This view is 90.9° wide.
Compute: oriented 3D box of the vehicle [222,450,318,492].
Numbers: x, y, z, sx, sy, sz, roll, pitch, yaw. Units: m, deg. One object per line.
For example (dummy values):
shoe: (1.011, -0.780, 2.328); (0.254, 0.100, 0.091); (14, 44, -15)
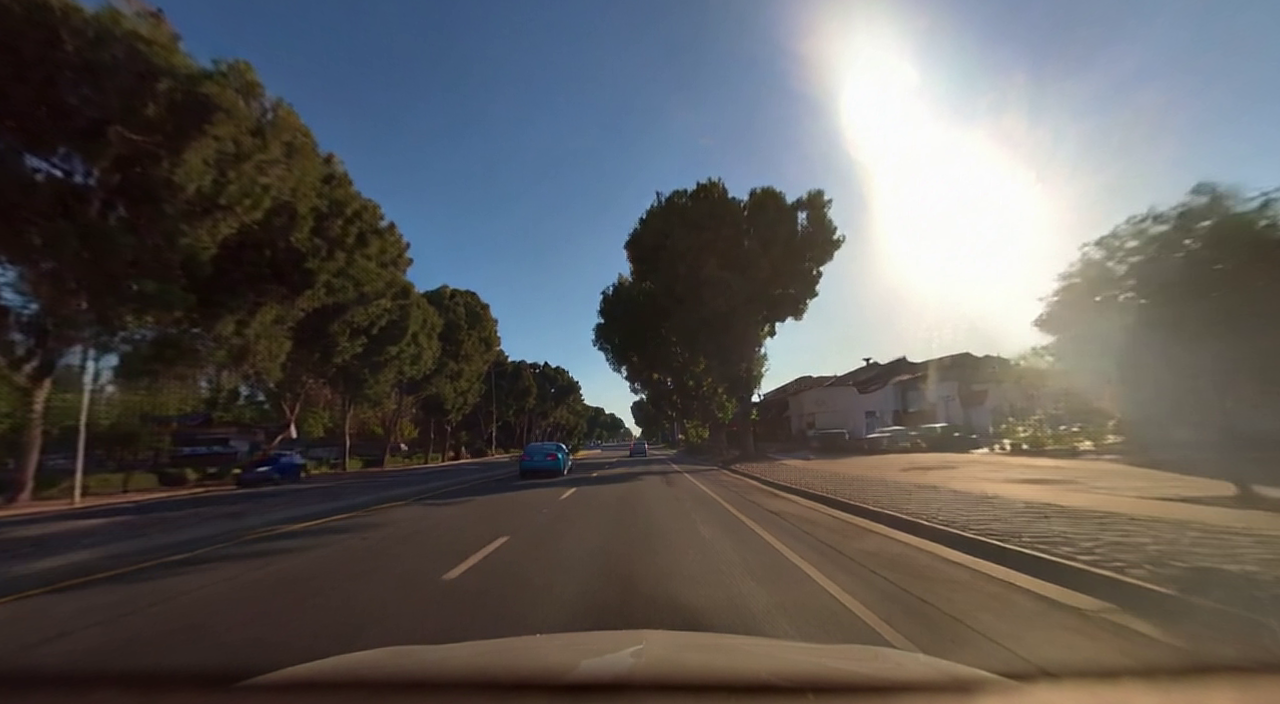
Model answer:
vehicle: (-15.692, 5.055, 27.005); (1.783, 1.610, 3.836); (0, -8, -1)

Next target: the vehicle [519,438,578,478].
vehicle: (-4.024, 4.721, 28.359); (1.914, 1.630, 4.351); (0, -8, 1)
